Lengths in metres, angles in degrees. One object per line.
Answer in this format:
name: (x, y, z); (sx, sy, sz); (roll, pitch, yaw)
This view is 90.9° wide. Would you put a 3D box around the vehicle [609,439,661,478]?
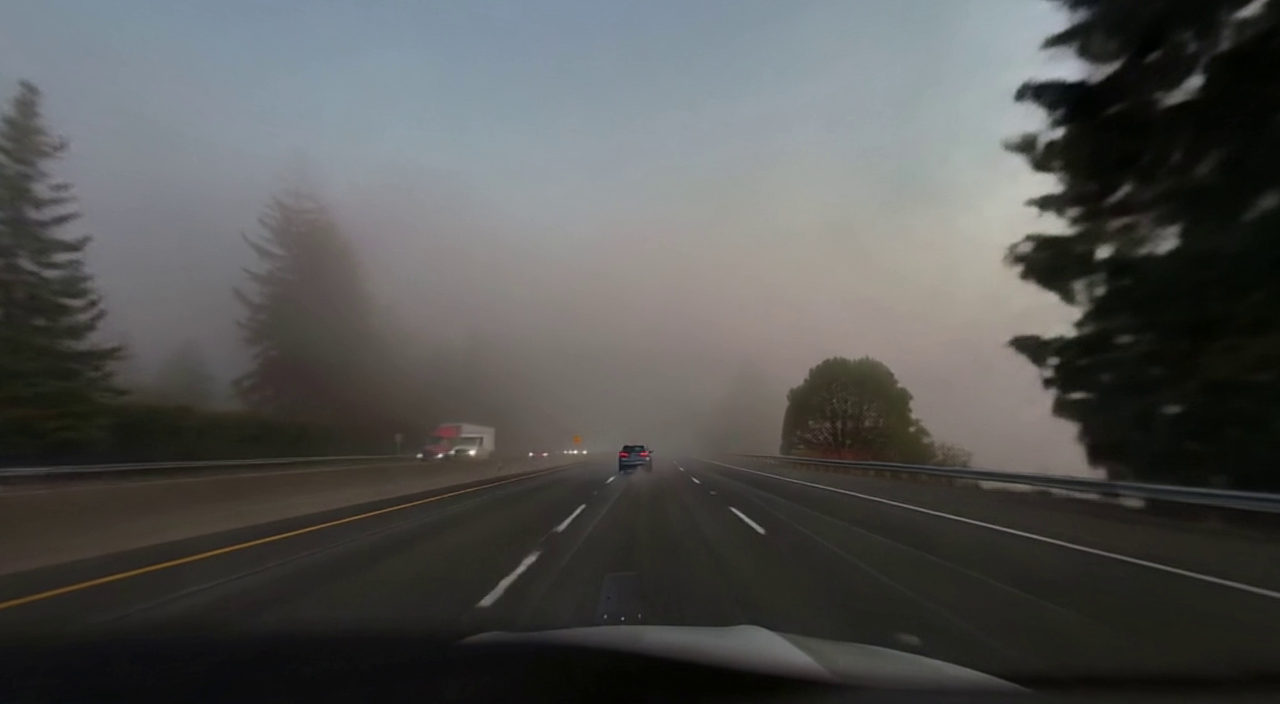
vehicle: (-0.133, 4.890, 29.092); (2.231, 1.652, 4.503); (0, -9, 2)
